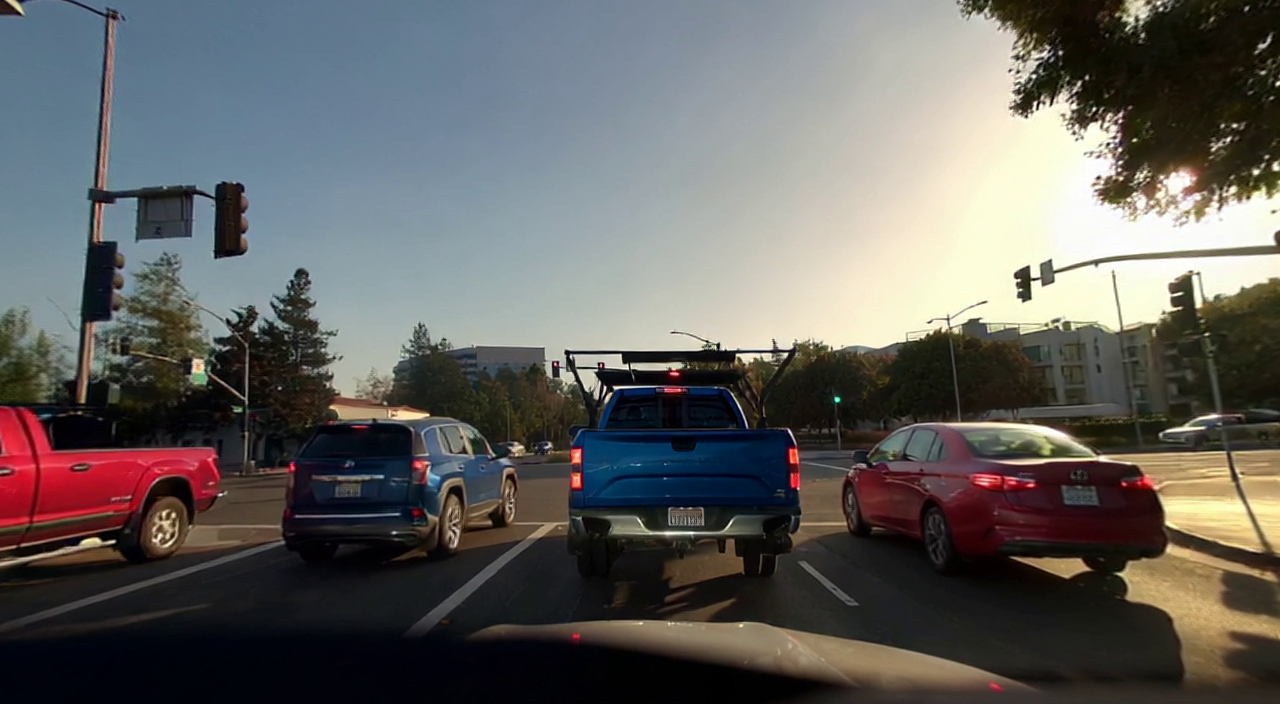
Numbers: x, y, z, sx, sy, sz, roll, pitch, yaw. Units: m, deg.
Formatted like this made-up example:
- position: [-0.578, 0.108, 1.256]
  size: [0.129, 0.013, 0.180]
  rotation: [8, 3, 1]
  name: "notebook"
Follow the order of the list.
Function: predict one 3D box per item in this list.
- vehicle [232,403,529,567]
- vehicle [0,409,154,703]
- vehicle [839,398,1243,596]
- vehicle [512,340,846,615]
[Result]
- position: [-3.236, 1.778, 9.219]
  size: [2.125, 1.739, 4.707]
  rotation: [0, -8, 3]
  name: "vehicle"
- position: [-3.394, 0.712, 0.673]
  size: [1.998, 1.481, 4.656]
  rotation: [0, -8, 1]
  name: "vehicle"
- position: [4.049, 1.532, 7.480]
  size: [1.984, 1.659, 4.226]
  rotation: [0, -8, 0]
  name: "vehicle"
- position: [0.333, 1.286, 7.243]
  size: [2.505, 2.084, 4.768]
  rotation: [0, -8, 1]
  name: "vehicle"
